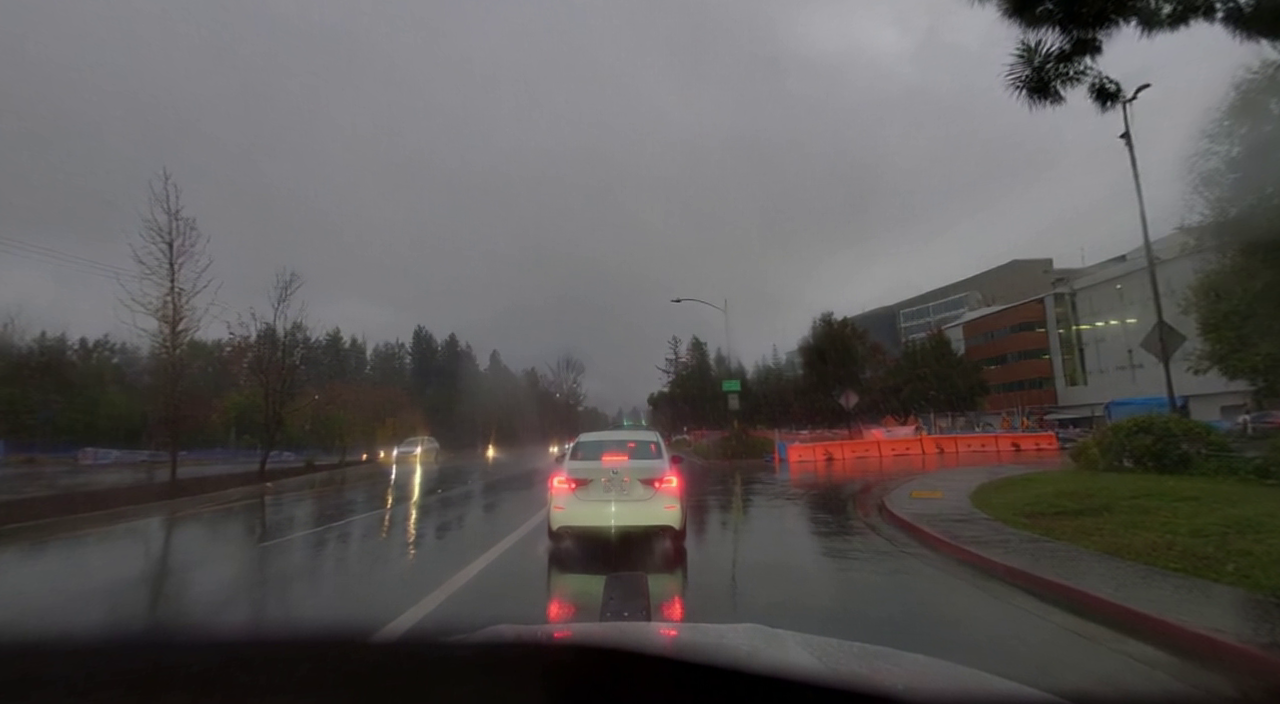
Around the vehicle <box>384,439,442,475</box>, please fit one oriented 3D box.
[{"bbox_3d":[-10.366,4.702,28.566,2.072,1.465,4.394,4,-9,-24],"label":"vehicle"}]

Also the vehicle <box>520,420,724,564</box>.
[{"bbox_3d":[-0.188,1.765,8.661,2.112,1.482,4.076,0,-8,0],"label":"vehicle"}]
